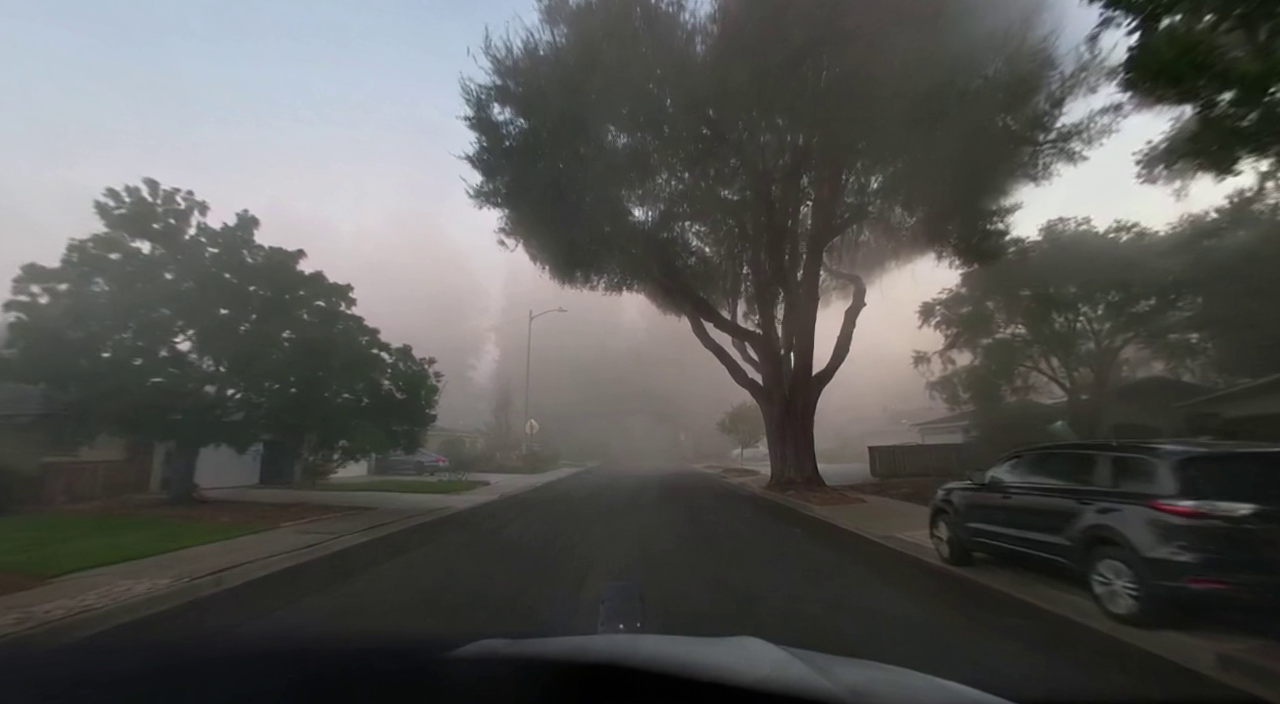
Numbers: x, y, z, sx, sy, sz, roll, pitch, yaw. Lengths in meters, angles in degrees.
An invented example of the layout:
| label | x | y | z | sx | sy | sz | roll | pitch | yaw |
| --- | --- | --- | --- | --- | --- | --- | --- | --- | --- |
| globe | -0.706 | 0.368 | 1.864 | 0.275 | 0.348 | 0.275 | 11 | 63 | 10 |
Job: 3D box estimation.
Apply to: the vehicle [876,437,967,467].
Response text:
| label | x | y | z | sx | sy | sz | roll | pitch | yaw |
| --- | --- | --- | --- | --- | --- | --- | --- | --- | --- |
| vehicle | 16.820 | 5.951 | 37.867 | 4.495 | 1.724 | 1.943 | 0 | -8 | -3 |

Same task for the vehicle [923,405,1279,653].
| label | x | y | z | sx | sy | sz | roll | pitch | yaw |
| --- | --- | --- | --- | --- | --- | --- | --- | --- | --- |
| vehicle | 4.843 | 1.516 | 6.500 | 1.948 | 1.686 | 4.224 | 0 | -8 | 1 |

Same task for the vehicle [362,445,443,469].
| label | x | y | z | sx | sy | sz | roll | pitch | yaw |
| --- | --- | --- | --- | --- | --- | --- | --- | --- | --- |
| vehicle | -14.089 | 6.244 | 37.630 | 4.138 | 1.355 | 1.808 | 0 | -8 | 0 |
